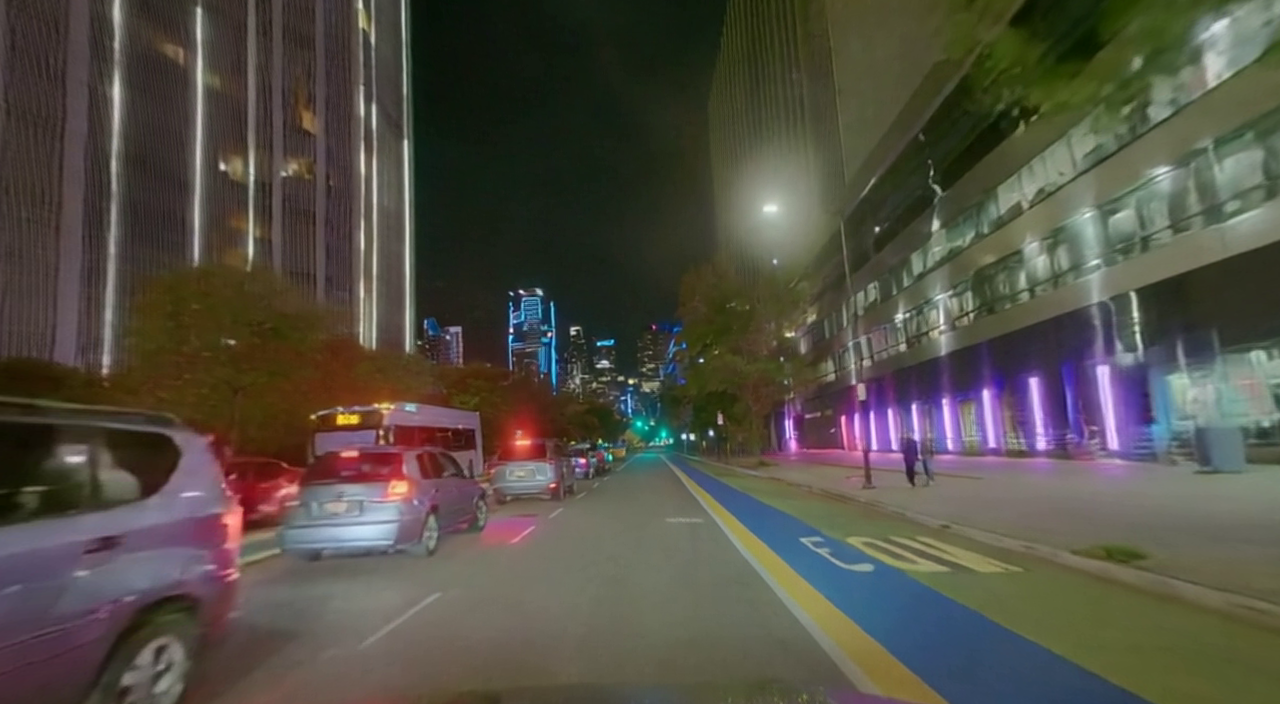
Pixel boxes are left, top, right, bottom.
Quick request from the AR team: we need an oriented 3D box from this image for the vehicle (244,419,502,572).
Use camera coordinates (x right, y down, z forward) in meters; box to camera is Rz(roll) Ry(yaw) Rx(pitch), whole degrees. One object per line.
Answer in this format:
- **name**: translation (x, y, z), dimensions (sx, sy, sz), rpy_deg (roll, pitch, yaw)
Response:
- **vehicle**: translation (-3.758, 2.104, 9.941), dimensions (1.982, 1.710, 4.454), rpy_deg (-4, -9, 2)

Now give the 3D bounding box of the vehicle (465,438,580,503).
- **vehicle**: translation (-3.231, 3.385, 18.568), dimensions (2.266, 1.621, 4.783), rpy_deg (-1, -8, 3)

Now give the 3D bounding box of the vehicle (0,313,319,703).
- **vehicle**: translation (-3.377, 0.769, 2.044), dimensions (2.225, 1.848, 4.472), rpy_deg (0, -8, 1)
